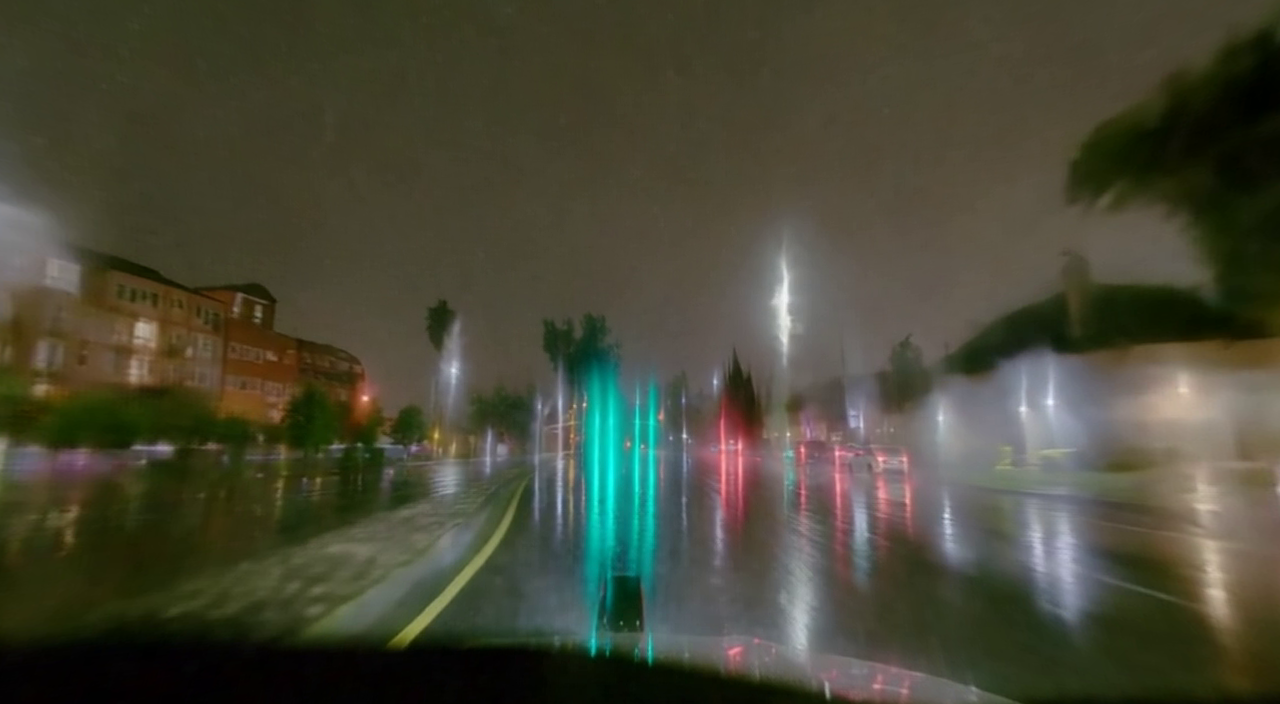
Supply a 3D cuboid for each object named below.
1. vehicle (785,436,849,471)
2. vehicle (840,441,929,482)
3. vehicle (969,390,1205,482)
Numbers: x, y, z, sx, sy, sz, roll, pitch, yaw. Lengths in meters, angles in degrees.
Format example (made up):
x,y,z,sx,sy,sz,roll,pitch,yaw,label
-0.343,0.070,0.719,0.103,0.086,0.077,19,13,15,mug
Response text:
x,y,z,sx,sy,sz,roll,pitch,yaw,label
10.031,5.796,36.299,2.092,1.848,4.879,0,-8,-2,vehicle
10.286,4.618,26.933,1.931,1.565,4.043,1,-9,-4,vehicle
17.101,3.269,24.585,6.927,3.298,2.751,0,-8,0,vehicle
